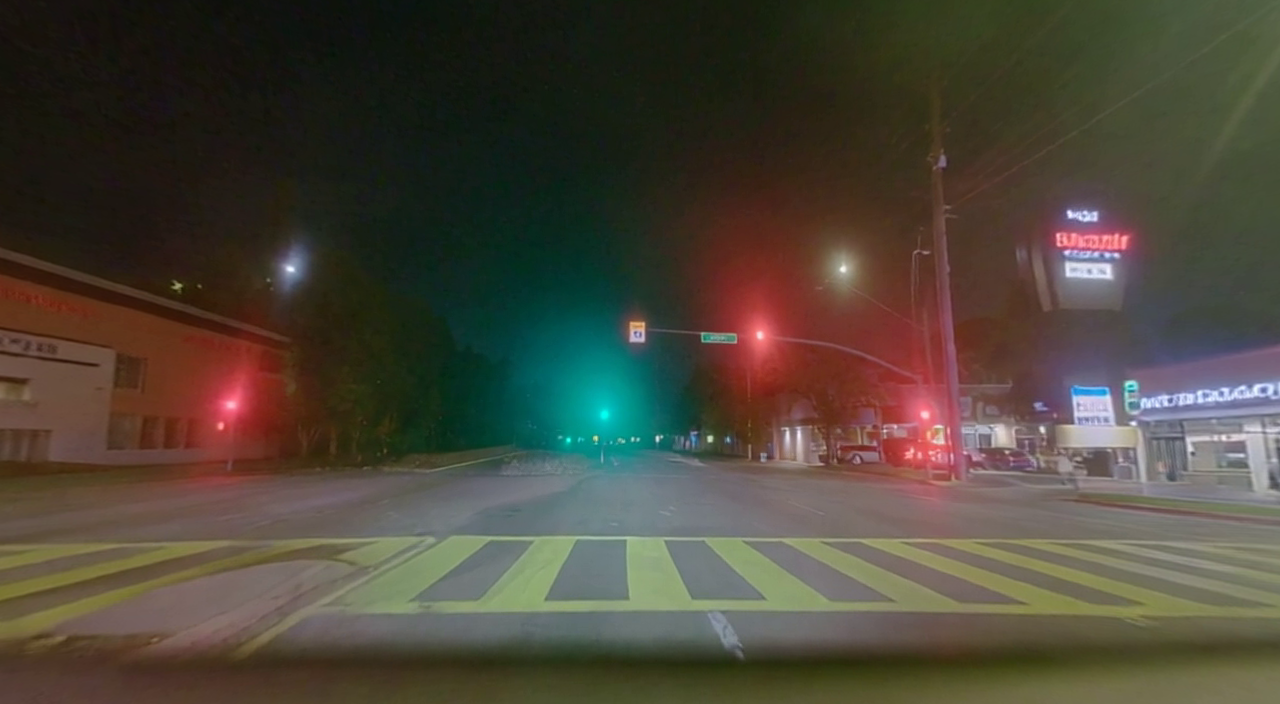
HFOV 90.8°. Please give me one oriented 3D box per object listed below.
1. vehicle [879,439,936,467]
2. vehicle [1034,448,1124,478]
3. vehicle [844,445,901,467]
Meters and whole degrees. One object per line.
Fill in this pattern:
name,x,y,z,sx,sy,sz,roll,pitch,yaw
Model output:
vehicle,19.333,7.317,45.891,2.087,1.868,4.004,1,-8,-5
vehicle,25.811,6.515,37.358,1.929,1.613,4.530,0,-8,-2
vehicle,16.858,7.543,46.046,2.073,1.519,4.429,1,-8,-7
